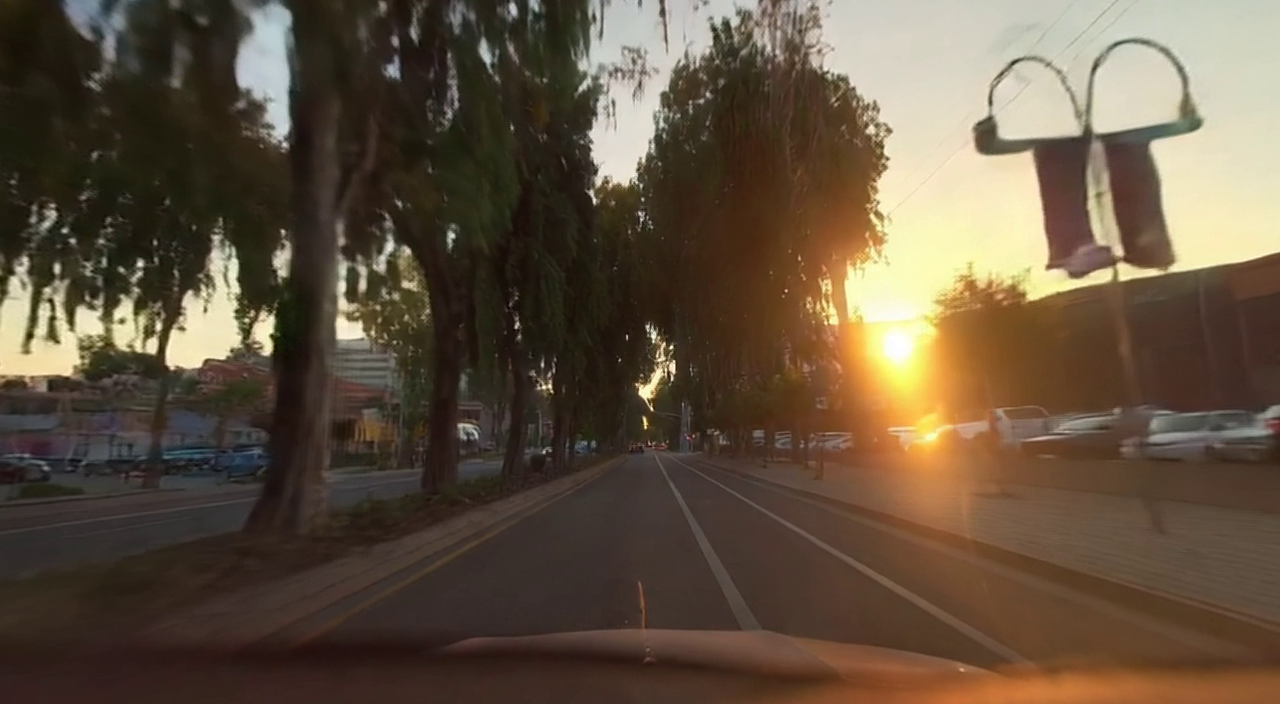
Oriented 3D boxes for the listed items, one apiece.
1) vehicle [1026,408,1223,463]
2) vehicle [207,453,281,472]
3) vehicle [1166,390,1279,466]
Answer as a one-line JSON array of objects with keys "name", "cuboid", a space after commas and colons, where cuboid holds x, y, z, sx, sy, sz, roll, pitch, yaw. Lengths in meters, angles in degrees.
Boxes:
[{"name": "vehicle", "cuboid": [13.347, 2.341, 17.565, 3.820, 1.413, 1.952, 0, -9, 0]}, {"name": "vehicle", "cuboid": [-30.588, 8.557, 48.787, 4.448, 1.430, 1.888, -1, -9, 1]}, {"name": "vehicle", "cuboid": [13.410, 1.566, 12.879, 3.547, 1.438, 1.891, 0, -9, 0]}]
